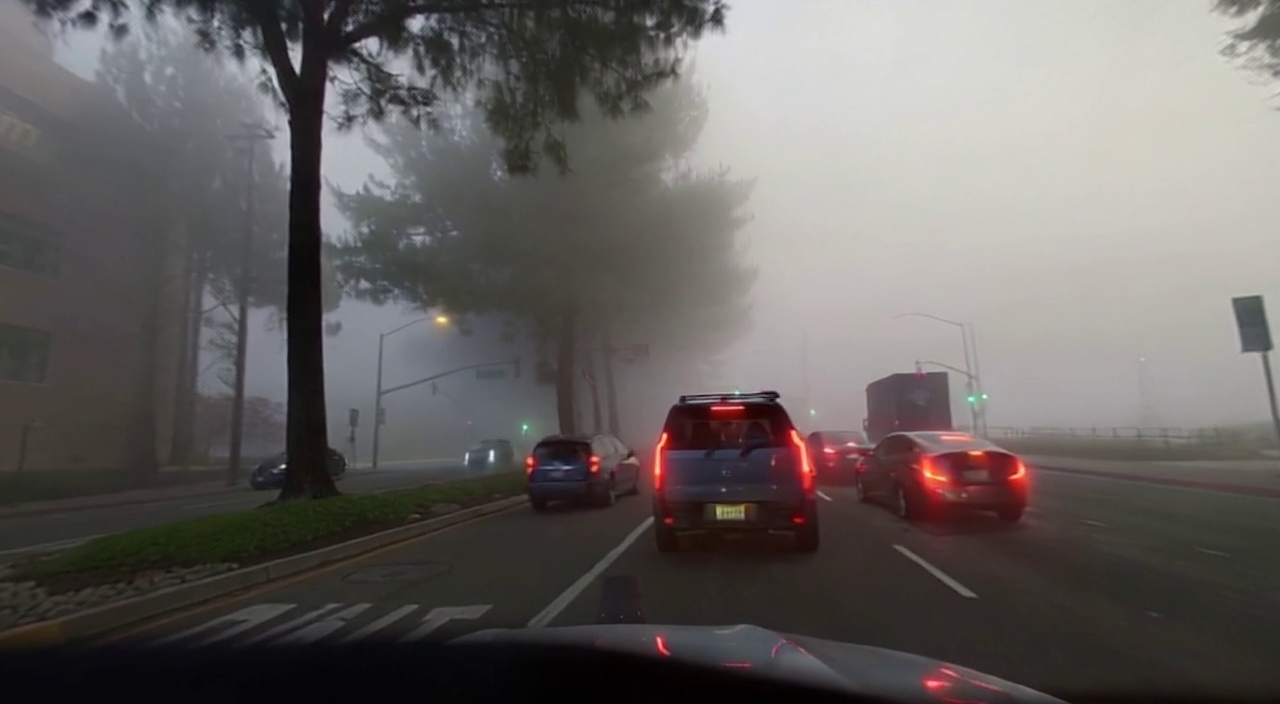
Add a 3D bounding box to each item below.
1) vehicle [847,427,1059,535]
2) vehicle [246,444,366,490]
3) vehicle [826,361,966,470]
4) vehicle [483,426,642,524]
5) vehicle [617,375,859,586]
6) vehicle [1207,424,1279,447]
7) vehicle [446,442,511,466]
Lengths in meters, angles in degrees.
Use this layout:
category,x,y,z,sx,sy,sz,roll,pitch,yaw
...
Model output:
category,x,y,z,sx,sy,sz,roll,pitch,yaw
vehicle,4.977,2.077,10.739,1.862,1.451,4.083,-1,-9,6
vehicle,-13.678,4.709,26.134,2.018,1.715,4.451,-2,-9,10
vehicle,10.513,2.939,27.153,2.965,3.900,9.064,-1,-9,6
vehicle,-1.235,2.262,12.076,2.010,1.515,4.152,-1,-9,8
vehicle,1.195,1.505,8.099,2.188,1.892,4.488,-1,-9,8
vehicle,40.316,5.573,41.777,1.840,1.457,4.080,-1,-9,8
vehicle,-10.918,6.942,42.988,2.005,1.489,4.650,-3,-9,19
